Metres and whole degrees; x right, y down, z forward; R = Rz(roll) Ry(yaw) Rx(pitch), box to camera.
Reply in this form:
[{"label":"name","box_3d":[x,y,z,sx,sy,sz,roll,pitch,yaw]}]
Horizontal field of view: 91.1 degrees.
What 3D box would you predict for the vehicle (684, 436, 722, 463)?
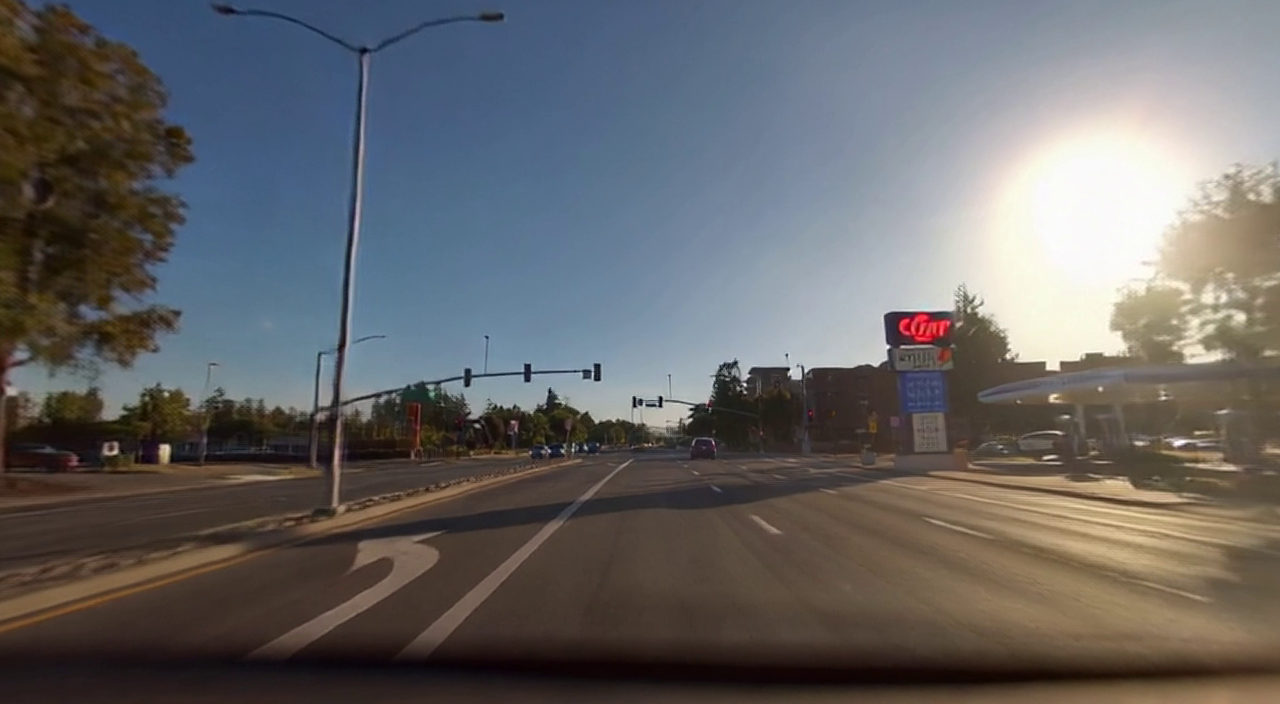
[{"label":"vehicle","box_3d":[4.193,6.593,42.624,2.090,1.717,4.063,0,-9,-1]}]
